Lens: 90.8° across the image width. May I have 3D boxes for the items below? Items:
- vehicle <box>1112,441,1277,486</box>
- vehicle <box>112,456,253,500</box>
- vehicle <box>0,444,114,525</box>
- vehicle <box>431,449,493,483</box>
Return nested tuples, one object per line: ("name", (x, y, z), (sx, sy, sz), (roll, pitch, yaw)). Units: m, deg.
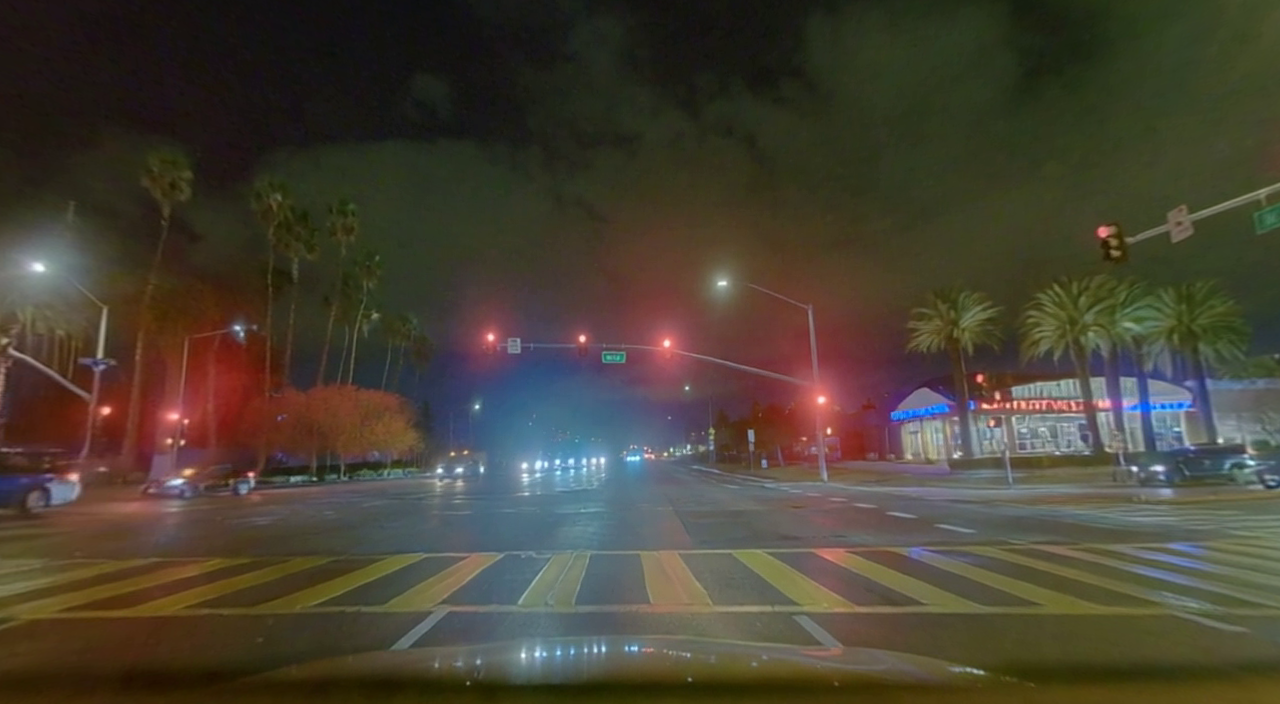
("vehicle", (22.231, 4.474, 25.497), (4.533, 1.676, 2.236), (0, -9, -1))
("vehicle", (-17.597, 4.828, 24.668), (1.874, 1.467, 4.768), (0, -9, 1))
("vehicle", (-14.404, 2.813, 13.515), (2.074, 1.671, 4.755), (0, -9, 2))
("vehicle", (-9.696, 6.233, 34.814), (2.074, 1.681, 4.417), (0, -9, 0))
